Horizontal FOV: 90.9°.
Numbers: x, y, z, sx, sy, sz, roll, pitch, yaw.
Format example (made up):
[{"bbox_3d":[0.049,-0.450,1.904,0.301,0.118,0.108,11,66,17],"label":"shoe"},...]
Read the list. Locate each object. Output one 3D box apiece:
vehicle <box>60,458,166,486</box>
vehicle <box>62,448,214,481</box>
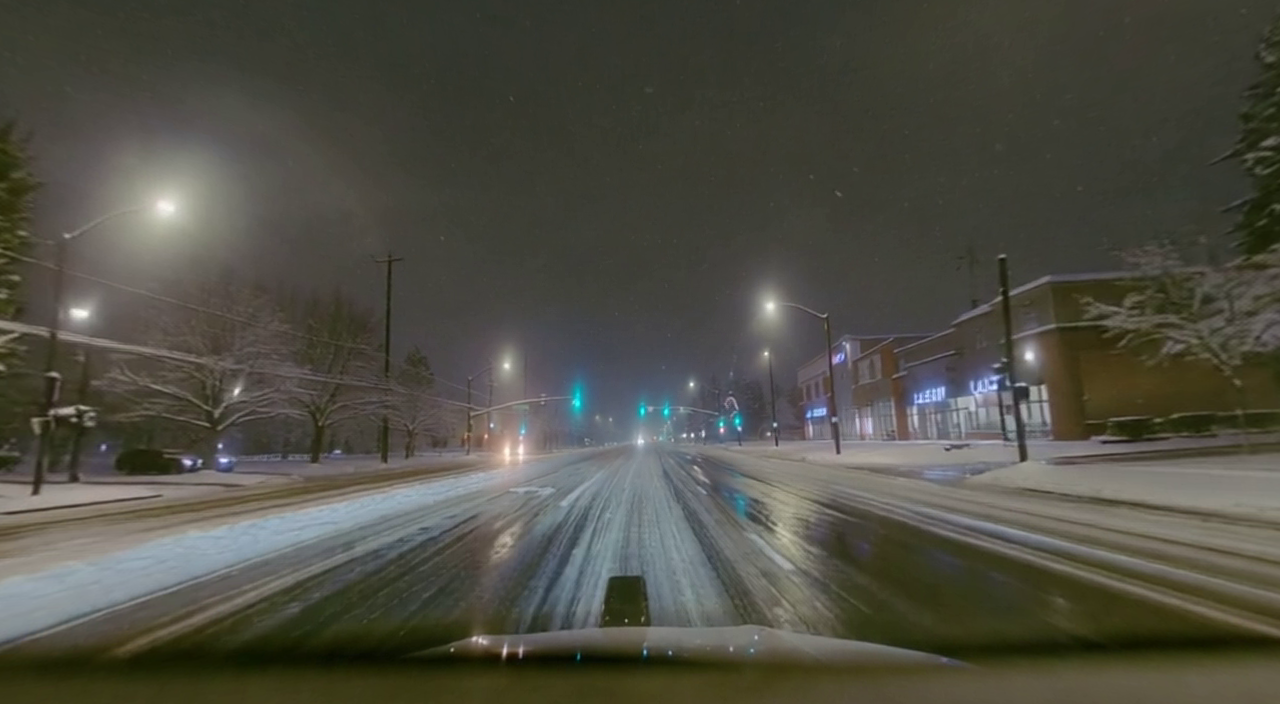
[{"bbox_3d":[-30.007,6.823,35.980,4.417,1.449,1.887,-1,-8,3],"label":"vehicle"},{"bbox_3d":[-30.661,6.865,38.713,7.039,1.891,2.550,0,-8,-2],"label":"vehicle"}]
